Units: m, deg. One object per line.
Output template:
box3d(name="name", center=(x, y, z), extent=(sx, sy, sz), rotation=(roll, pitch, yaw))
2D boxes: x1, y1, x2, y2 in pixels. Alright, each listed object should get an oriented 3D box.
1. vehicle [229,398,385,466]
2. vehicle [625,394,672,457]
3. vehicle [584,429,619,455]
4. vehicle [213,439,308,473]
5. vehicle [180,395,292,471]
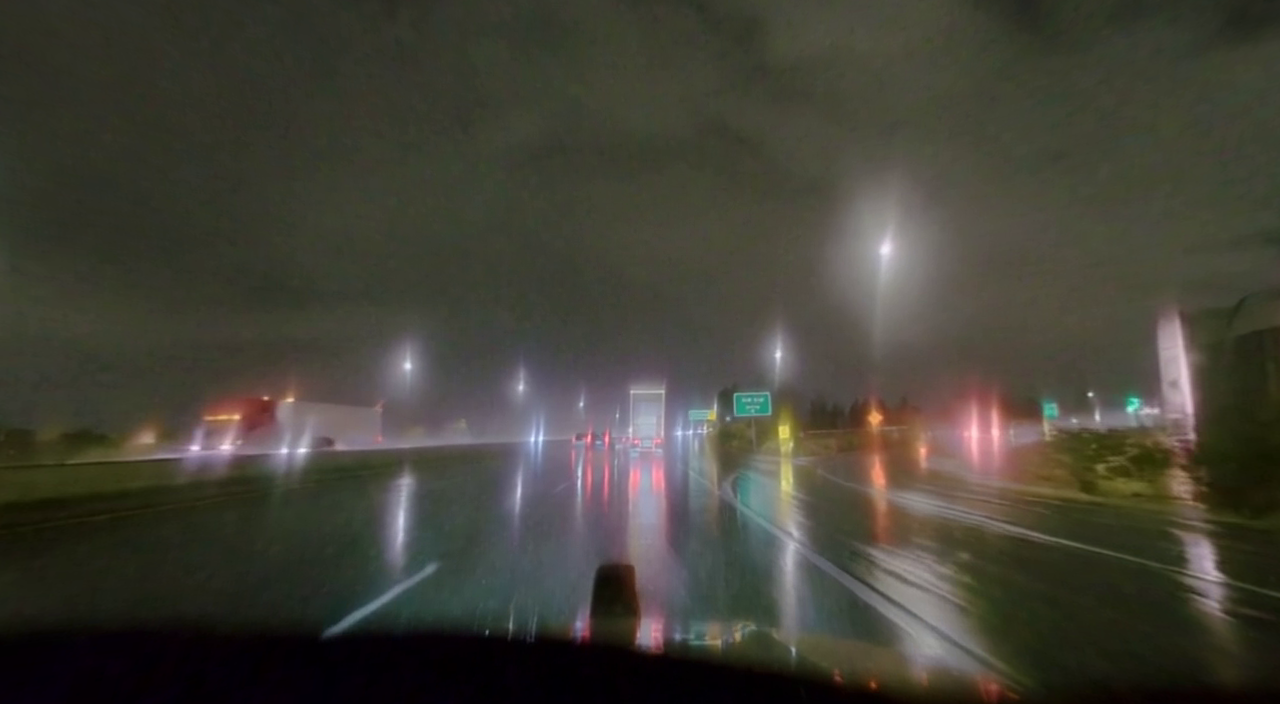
box3d(name="vehicle", center=(-23.005, 5.804, 45.114), extent=(2.940, 4.056, 14.297), rotation=(0, -8, 2))
box3d(name="vehicle", center=(0.646, 5.439, 45.693), extent=(3.024, 4.019, 10.605), rotation=(0, -8, 1))
box3d(name="vehicle", center=(-2.800, 6.697, 46.862), extent=(2.119, 1.787, 4.655), rotation=(0, -8, 3))
box3d(name="vehicle", center=(-19.149, 5.247, 31.989), extent=(1.947, 1.587, 4.446), rotation=(0, -8, 2))
box3d(name="vehicle", center=(-23.131, 4.665, 36.338), extent=(2.784, 3.981, 4.819), rotation=(1, -7, 5))
